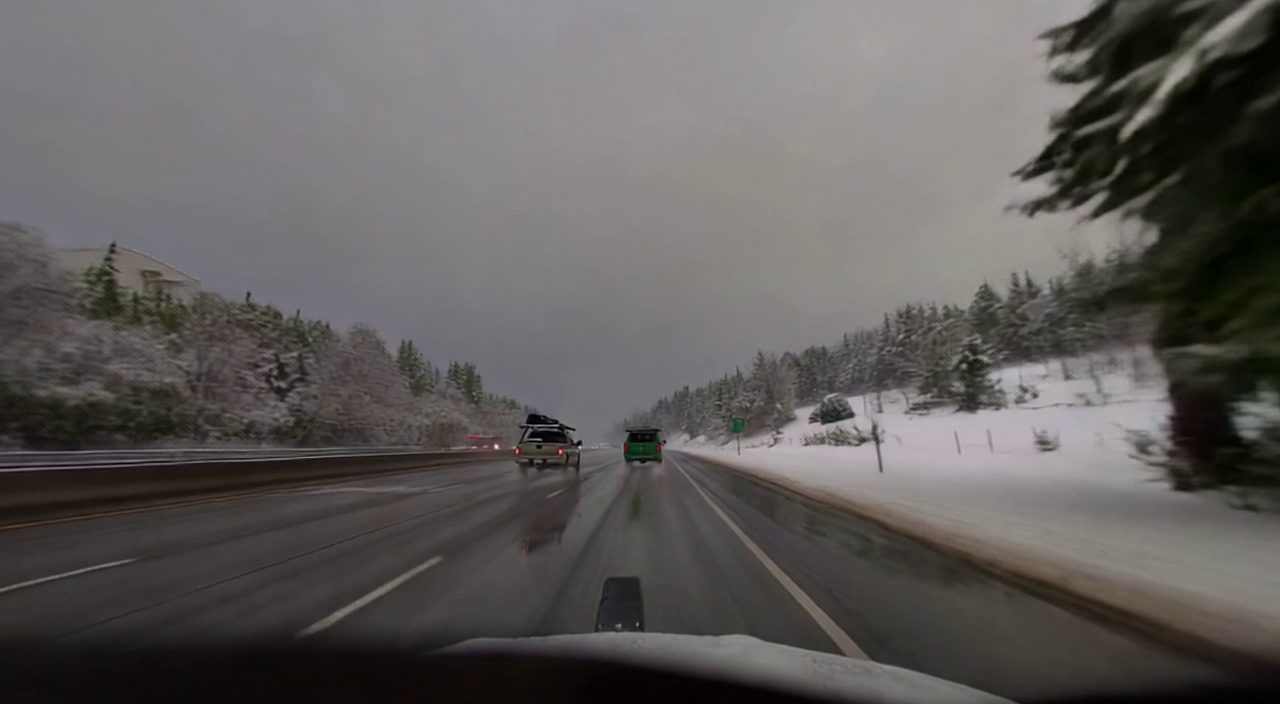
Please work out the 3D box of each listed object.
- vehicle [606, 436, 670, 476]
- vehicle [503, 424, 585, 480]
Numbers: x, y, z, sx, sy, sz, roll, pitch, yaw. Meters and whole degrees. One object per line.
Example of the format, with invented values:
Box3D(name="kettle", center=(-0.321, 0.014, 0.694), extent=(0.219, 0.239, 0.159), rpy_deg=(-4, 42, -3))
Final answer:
Box3D(name="vehicle", center=(-0.001, 4.775, 29.307), extent=(2.715, 1.669, 5.163), rpy_deg=(0, -8, 2))
Box3D(name="vehicle", center=(-3.598, 3.880, 24.606), extent=(2.250, 1.947, 4.860), rpy_deg=(0, -8, 2))
